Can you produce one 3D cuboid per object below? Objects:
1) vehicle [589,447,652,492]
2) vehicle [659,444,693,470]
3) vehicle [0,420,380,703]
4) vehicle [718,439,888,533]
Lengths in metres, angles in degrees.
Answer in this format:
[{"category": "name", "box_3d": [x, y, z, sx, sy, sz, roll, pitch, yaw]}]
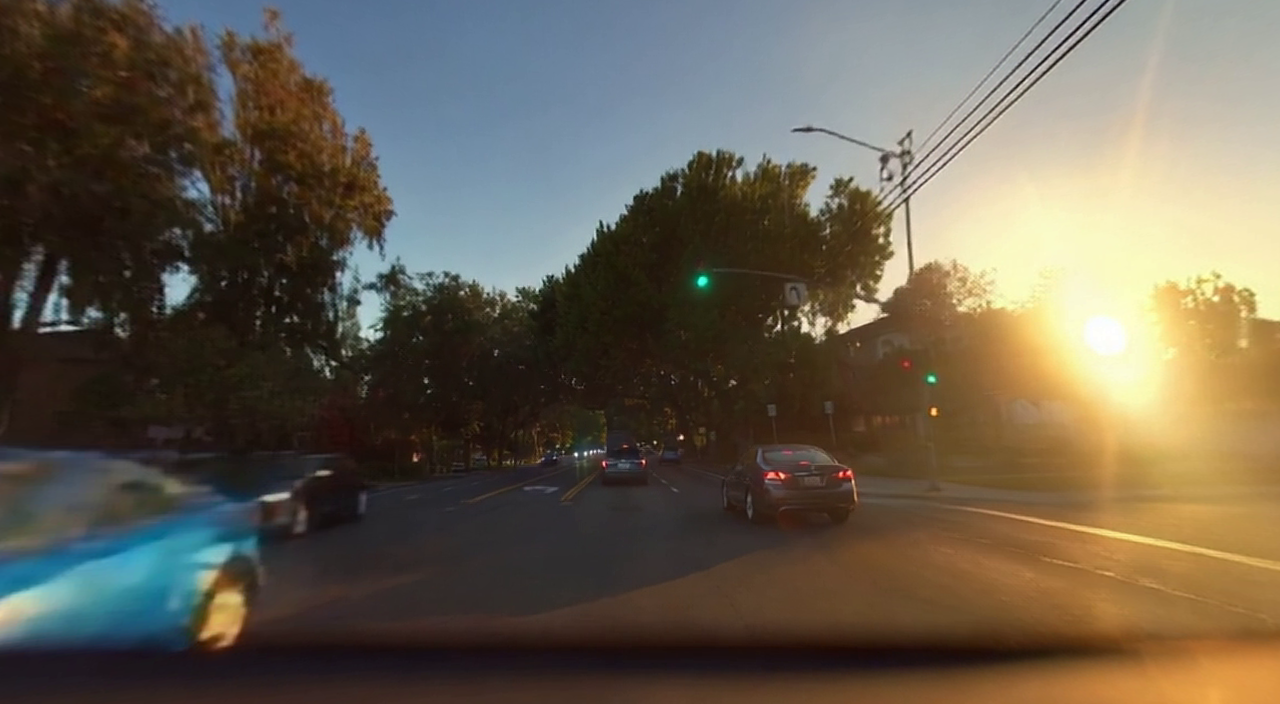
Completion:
[{"category": "vehicle", "box_3d": [-0.728, 4.274, 23.476, 2.114, 1.483, 4.207, 0, -8, -2]}, {"category": "vehicle", "box_3d": [2.702, 8.071, 48.843, 2.187, 1.847, 4.553, 0, -8, -3]}, {"category": "vehicle", "box_3d": [-3.266, 1.131, 3.176, 2.096, 1.472, 4.618, 0, -8, -2]}, {"category": "vehicle", "box_3d": [2.834, 2.434, 12.161, 1.973, 1.447, 4.402, 0, -8, -2]}]
